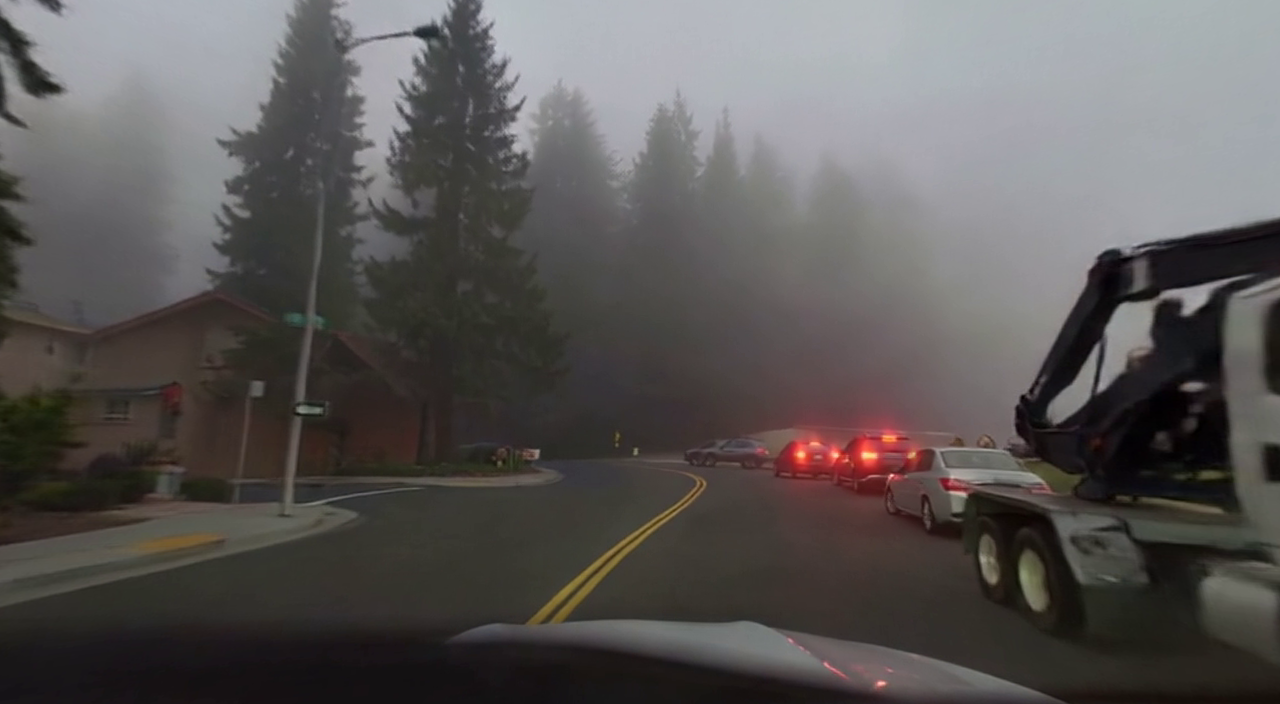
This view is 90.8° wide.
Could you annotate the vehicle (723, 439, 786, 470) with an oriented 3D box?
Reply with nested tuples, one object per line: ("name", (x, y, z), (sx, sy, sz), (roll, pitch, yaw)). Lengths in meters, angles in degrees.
("vehicle", (6.683, 6.062, 37.426), (1.967, 1.698, 4.649), (2, -9, -12))

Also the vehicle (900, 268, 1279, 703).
("vehicle", (4.080, 0.925, 3.797), (2.874, 2.021, 7.293), (-1, -9, 8))

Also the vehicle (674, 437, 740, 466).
("vehicle", (4.662, 7.102, 45.379), (2.511, 1.904, 6.143), (3, -9, -16))
